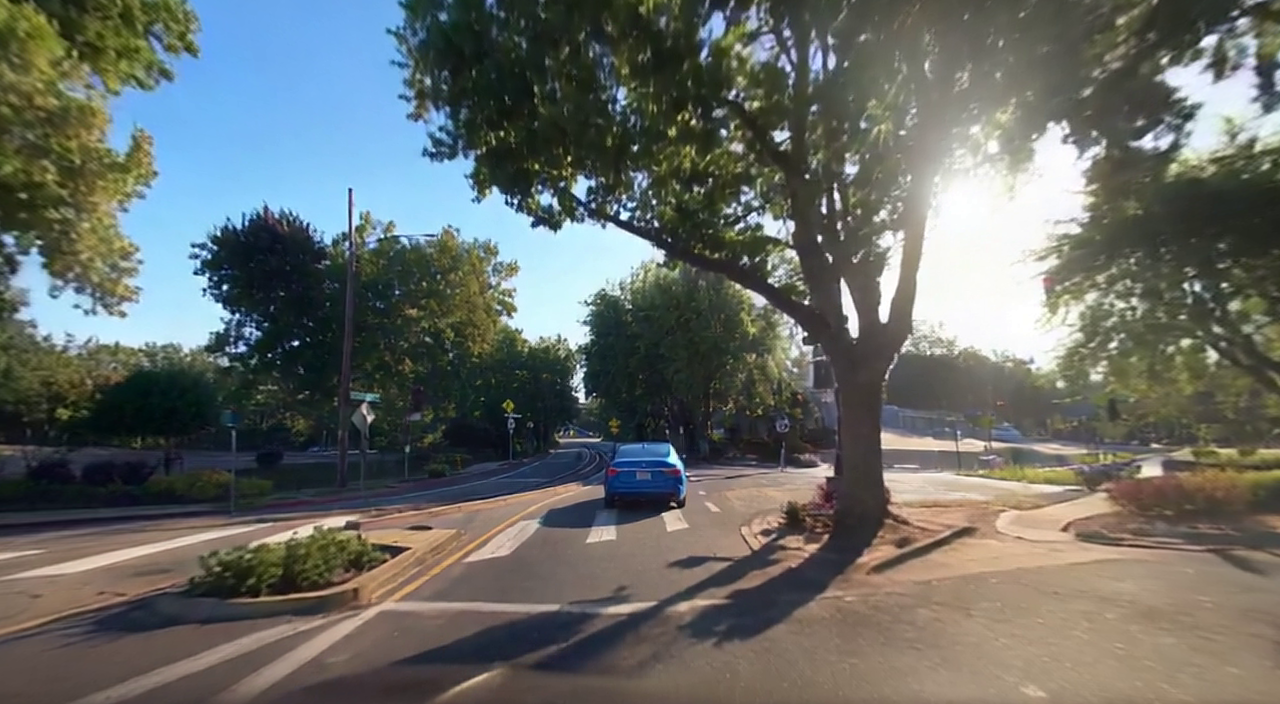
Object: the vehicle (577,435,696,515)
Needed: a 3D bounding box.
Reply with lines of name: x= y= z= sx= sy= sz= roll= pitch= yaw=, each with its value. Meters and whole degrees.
vehicle: x=0.033 y=2.681 z=14.419 sx=2.295 sy=1.510 sz=4.364 roll=0 pitch=-8 yaw=3
